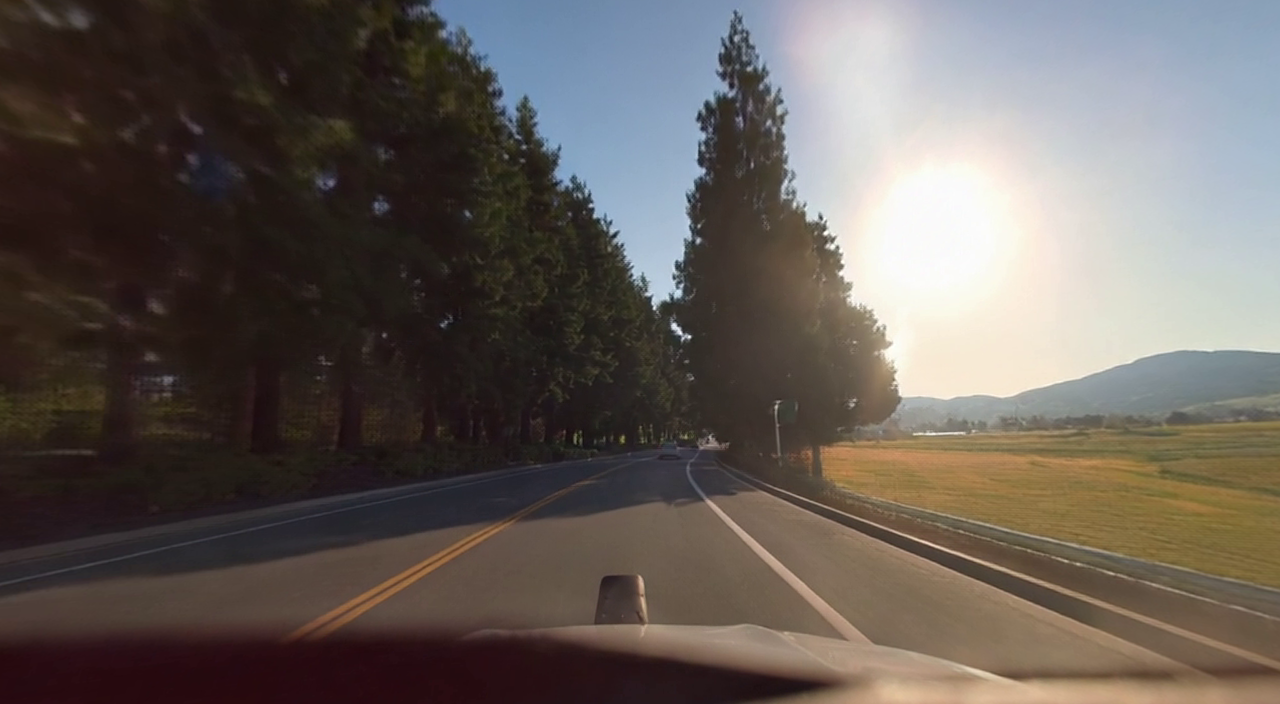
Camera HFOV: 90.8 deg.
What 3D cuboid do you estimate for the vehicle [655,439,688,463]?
[{"bbox_3d":[2.176,6.631,42.405,2.071,1.474,4.047,-1,-8,5],"label":"vehicle"}]
